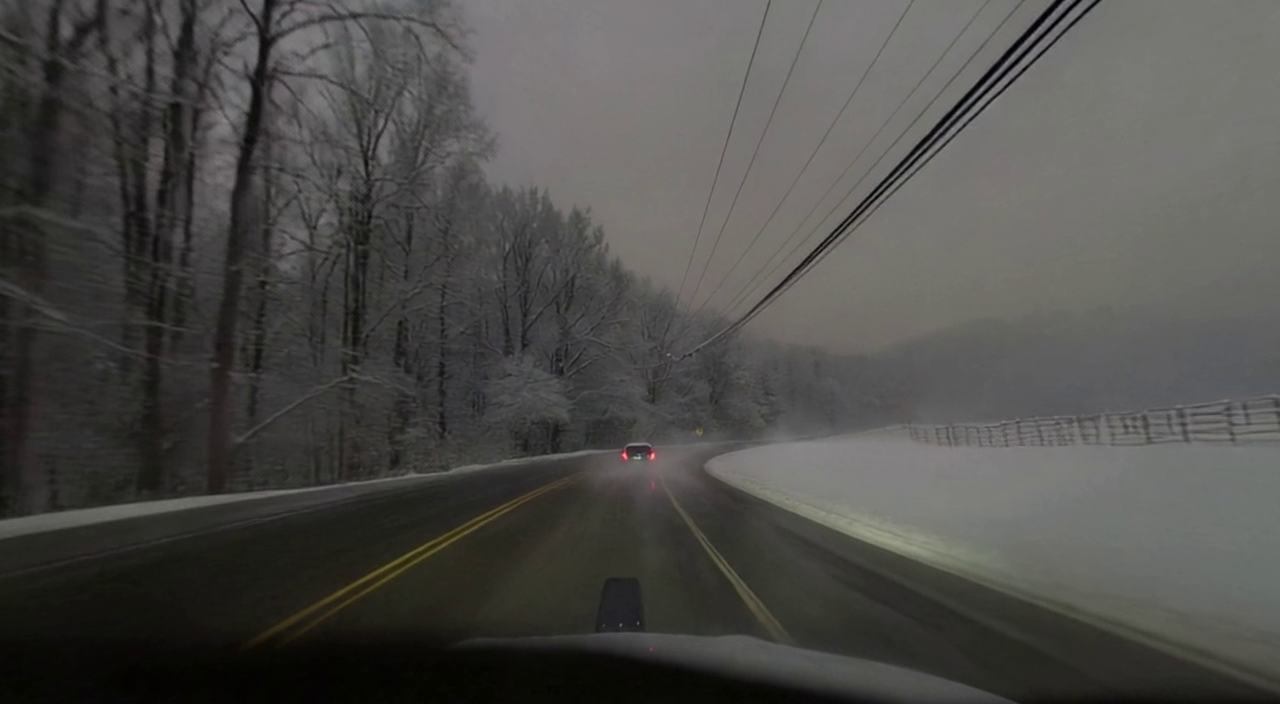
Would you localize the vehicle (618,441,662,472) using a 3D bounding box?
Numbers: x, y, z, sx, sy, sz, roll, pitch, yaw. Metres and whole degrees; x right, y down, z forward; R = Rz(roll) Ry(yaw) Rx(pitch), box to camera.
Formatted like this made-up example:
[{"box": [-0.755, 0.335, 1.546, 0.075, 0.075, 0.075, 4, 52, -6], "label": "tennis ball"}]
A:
[{"box": [0.081, 5.524, 33.479, 2.059, 1.524, 3.963, -1, -9, 4], "label": "vehicle"}]
